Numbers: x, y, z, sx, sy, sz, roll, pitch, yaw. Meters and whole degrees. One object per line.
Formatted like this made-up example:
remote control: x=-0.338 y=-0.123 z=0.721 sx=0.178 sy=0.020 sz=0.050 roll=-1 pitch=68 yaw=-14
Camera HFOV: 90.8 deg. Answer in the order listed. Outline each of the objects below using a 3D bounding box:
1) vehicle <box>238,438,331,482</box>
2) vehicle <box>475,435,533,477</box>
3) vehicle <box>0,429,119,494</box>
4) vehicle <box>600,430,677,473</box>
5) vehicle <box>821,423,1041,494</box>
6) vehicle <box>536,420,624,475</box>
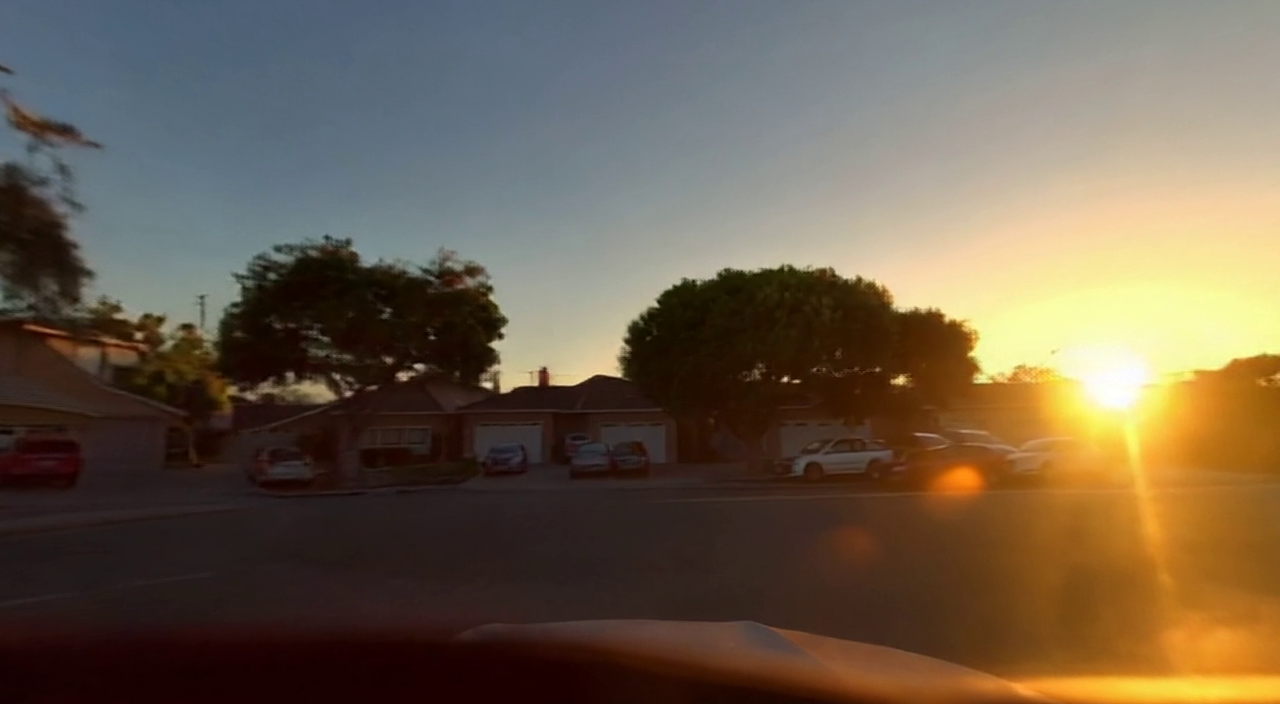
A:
vehicle: x=-13.751 y=4.115 z=24.318 sx=1.932 sy=1.518 sz=4.343 roll=8 pitch=-12 yaw=-44
vehicle: x=-5.535 y=4.155 z=25.485 sx=1.833 sy=1.540 sz=3.532 roll=2 pitch=-9 yaw=-19
vehicle: x=-19.216 y=3.406 z=19.950 sx=5.096 sy=1.824 sz=2.305 roll=-5 pitch=-9 yaw=27
vehicle: x=-0.176 y=4.352 z=27.881 sx=2.160 sy=1.695 sz=4.183 roll=2 pitch=-9 yaw=-18
vehicle: x=7.799 y=2.920 z=17.455 sx=5.082 sy=1.789 sz=1.947 roll=-2 pitch=-8 yaw=8
vehicle: x=-2.635 y=3.995 z=26.259 sx=2.455 sy=2.018 sz=5.271 roll=3 pitch=-10 yaw=-18
